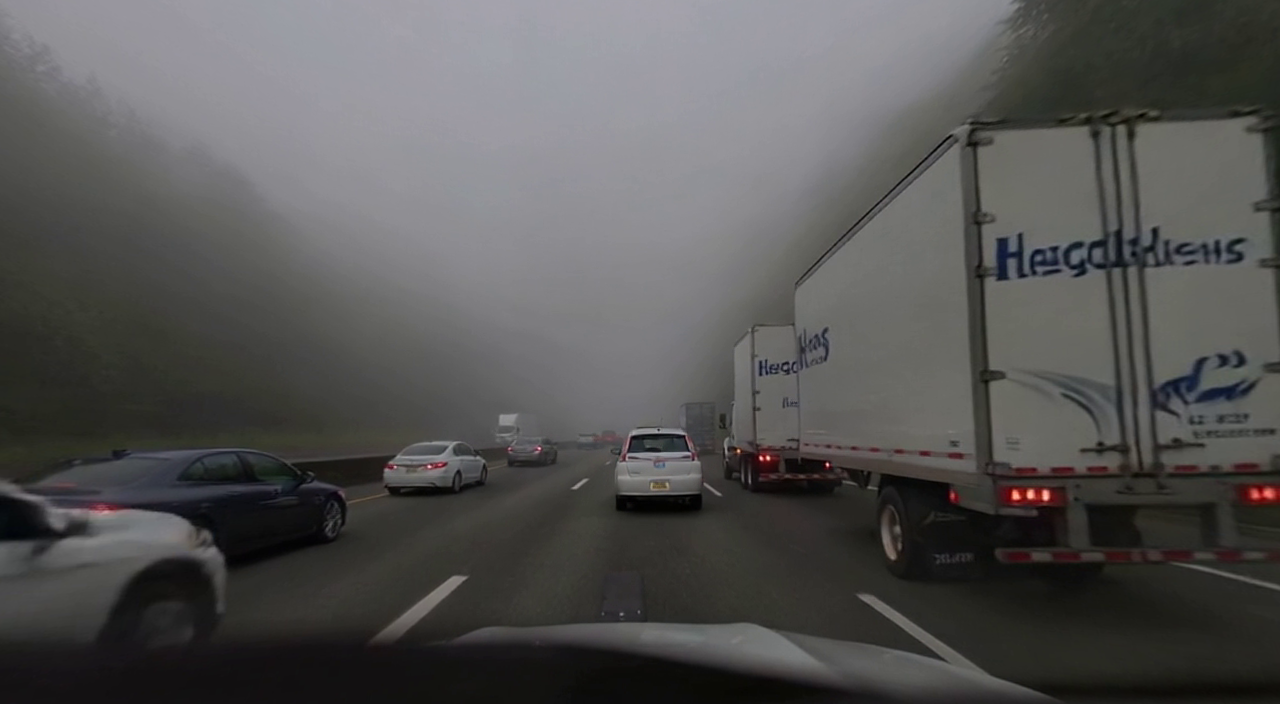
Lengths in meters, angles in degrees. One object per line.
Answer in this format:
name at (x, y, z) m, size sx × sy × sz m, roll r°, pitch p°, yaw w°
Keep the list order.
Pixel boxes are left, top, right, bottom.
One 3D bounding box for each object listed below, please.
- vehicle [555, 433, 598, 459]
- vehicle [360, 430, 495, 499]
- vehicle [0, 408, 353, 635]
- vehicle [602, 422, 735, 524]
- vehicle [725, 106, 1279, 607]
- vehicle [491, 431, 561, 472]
vehicle at (-3.752, 5.693, 38.255) m, size 2.005 × 1.475 × 4.466 m, roll 0°, pitch -8°, yaw 2°
vehicle at (-5.006, 2.685, 15.521) m, size 1.880 × 1.458 × 3.978 m, roll 0°, pitch -8°, yaw 1°
vehicle at (-4.575, 1.388, 6.133) m, size 1.821 × 1.514 × 3.677 m, roll 0°, pitch -8°, yaw 0°
vehicle at (0.394, 2.045, 11.191) m, size 1.973 × 1.505 × 3.568 m, roll 0°, pitch -8°, yaw -1°
vehicle at (4.082, 0.891, 12.085) m, size 2.817 × 3.989 × 14.321 m, roll 0°, pitch -8°, yaw 0°
vehicle at (-4.486, 3.979, 25.449) m, size 1.887 × 1.493 × 4.411 m, roll 0°, pitch -8°, yaw 1°
